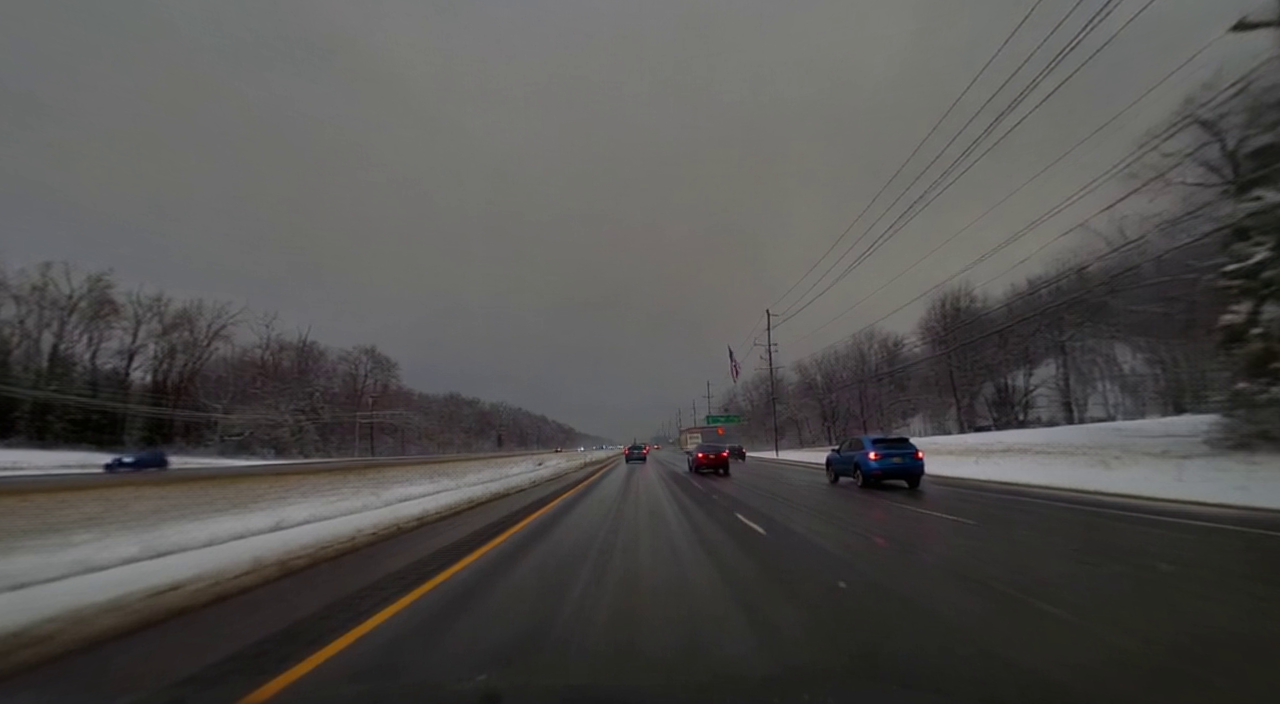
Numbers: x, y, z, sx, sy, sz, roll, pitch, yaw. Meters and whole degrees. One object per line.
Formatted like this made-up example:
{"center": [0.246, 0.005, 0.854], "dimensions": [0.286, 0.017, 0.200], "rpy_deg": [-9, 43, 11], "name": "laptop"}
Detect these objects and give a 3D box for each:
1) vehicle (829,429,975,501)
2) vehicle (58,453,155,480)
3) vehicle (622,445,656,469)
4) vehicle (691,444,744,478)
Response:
{"center": [7.333, 3.208, 18.384], "dimensions": [2.114, 1.800, 4.779], "rpy_deg": [0, -9, -1], "name": "vehicle"}
{"center": [-32.581, 7.005, 38.798], "dimensions": [1.860, 1.489, 4.676], "rpy_deg": [0, -9, 0], "name": "vehicle"}
{"center": [-0.094, 6.755, 40.732], "dimensions": [2.085, 1.449, 3.860], "rpy_deg": [0, -9, 0], "name": "vehicle"}
{"center": [3.655, 5.222, 30.580], "dimensions": [1.978, 1.488, 4.252], "rpy_deg": [0, -9, -1], "name": "vehicle"}
